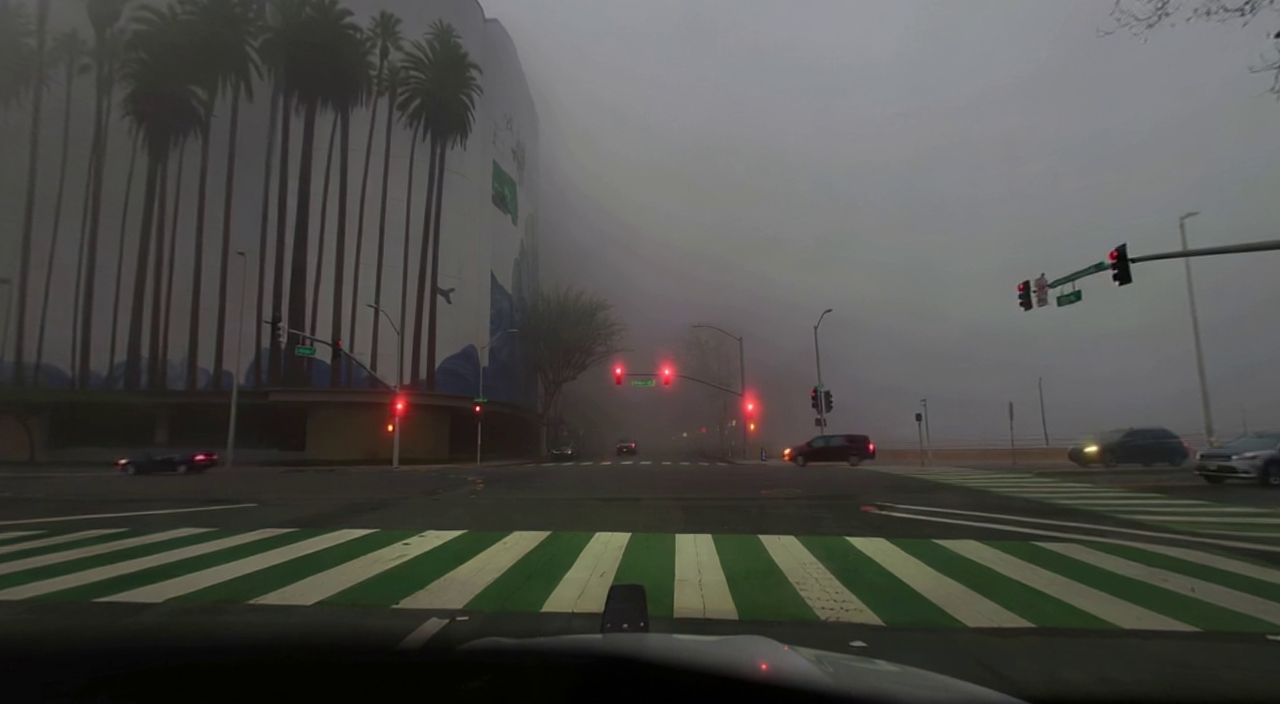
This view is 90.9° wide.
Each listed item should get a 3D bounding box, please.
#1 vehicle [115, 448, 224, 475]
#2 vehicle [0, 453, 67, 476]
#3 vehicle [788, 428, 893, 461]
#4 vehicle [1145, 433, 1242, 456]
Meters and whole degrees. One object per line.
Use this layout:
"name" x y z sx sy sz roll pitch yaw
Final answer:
"vehicle" -27.500 6.399 36.944 4.893 1.458 1.791 0 -8 -2
"vehicle" -41.619 7.613 42.782 3.698 1.508 1.779 0 -8 1
"vehicle" 11.720 5.474 37.171 5.477 1.880 2.125 0 -8 1
"vehicle" 36.161 6.033 41.242 4.606 1.449 1.687 0 -8 2
